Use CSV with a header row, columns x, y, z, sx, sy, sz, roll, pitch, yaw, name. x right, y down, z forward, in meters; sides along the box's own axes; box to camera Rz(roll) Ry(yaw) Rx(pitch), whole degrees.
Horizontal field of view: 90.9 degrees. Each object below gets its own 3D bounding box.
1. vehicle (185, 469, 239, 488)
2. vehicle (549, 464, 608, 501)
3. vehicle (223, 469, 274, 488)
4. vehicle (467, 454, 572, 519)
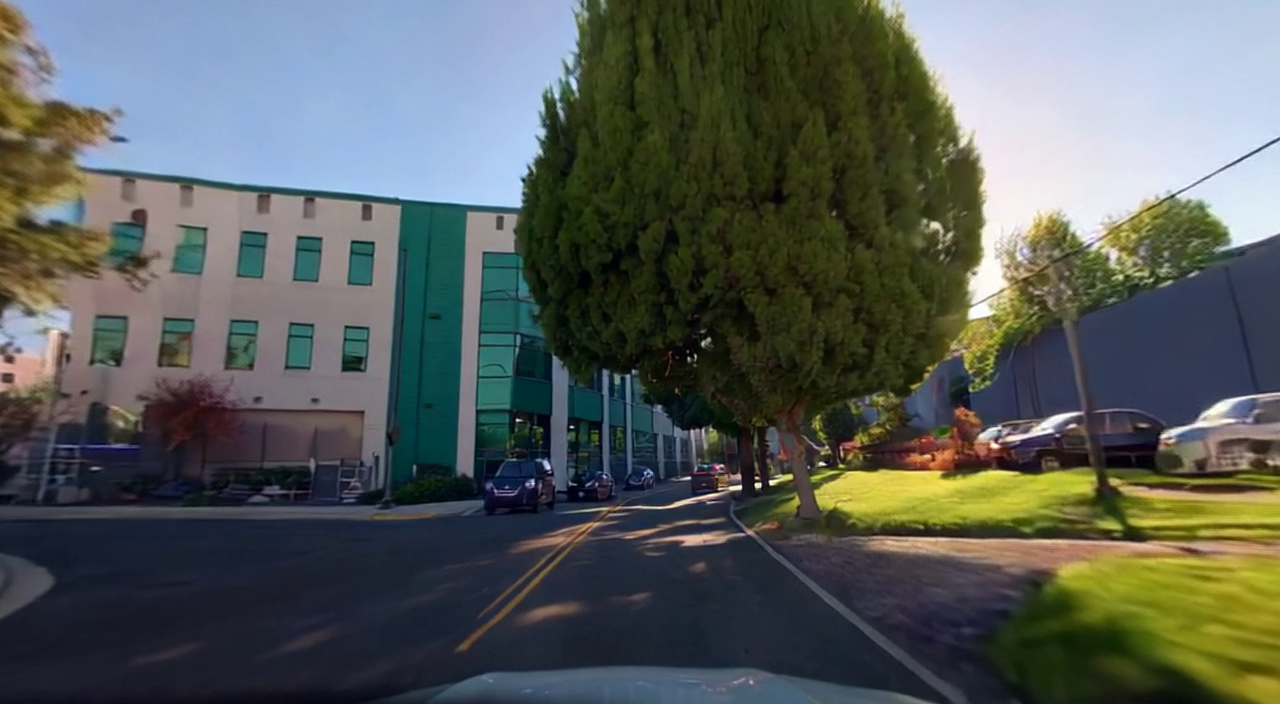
x,y,z,sx,sy,sz,roll,pitch,yaw,name
-33.157,9.793,48.894,1.576,1.410,3.430,0,-11,5,vehicle
-2.777,6.018,29.325,1.903,1.542,4.115,-2,-10,7,vehicle
-30.122,9.784,48.583,1.590,1.392,3.279,0,-11,4,vehicle
-3.667,4.220,20.190,2.022,1.776,4.625,-2,-10,6,vehicle
